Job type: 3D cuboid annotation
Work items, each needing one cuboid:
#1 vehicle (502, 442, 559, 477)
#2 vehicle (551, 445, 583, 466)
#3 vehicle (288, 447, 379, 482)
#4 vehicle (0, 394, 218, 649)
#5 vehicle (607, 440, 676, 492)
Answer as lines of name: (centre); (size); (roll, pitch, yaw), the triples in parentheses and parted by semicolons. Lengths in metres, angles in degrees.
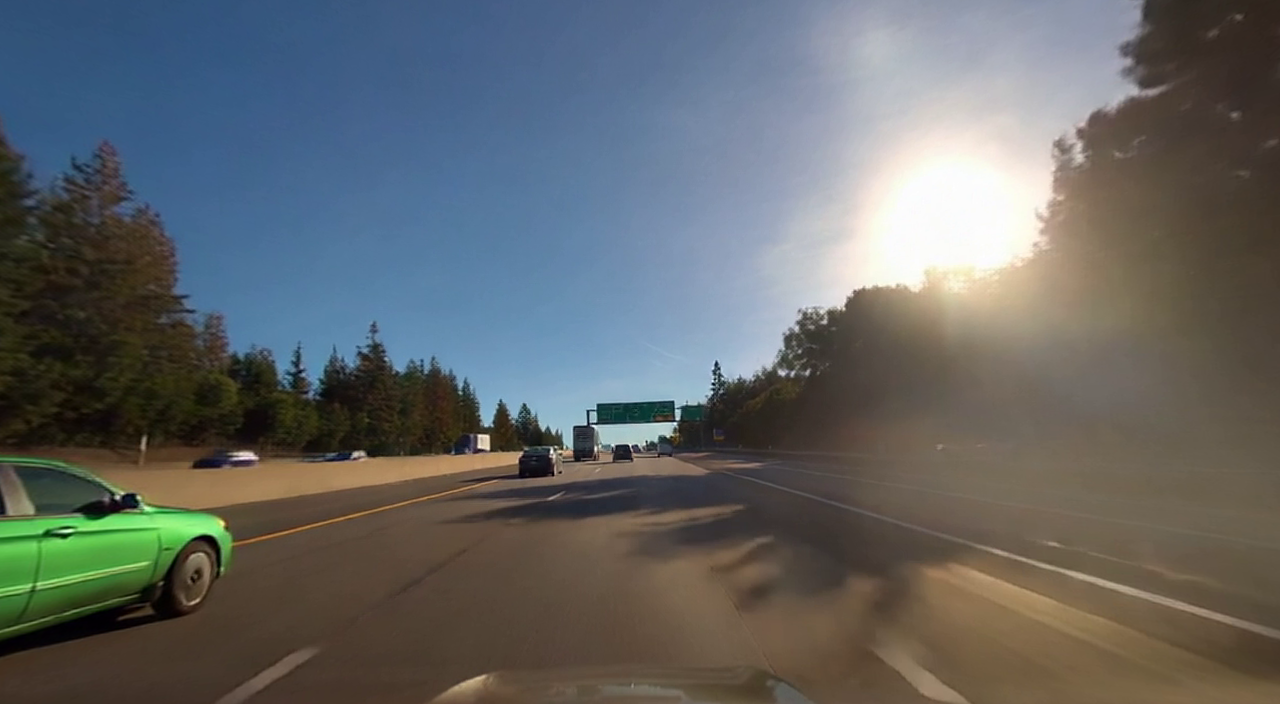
vehicle: (-5.019, 4.977, 29.350); (1.892, 1.481, 4.180); (0, -9, 0)
vehicle: (-5.189, 7.403, 45.251); (1.814, 1.417, 3.860); (0, -9, 1)
vehicle: (-13.955, 5.141, 28.996); (1.940, 1.462, 4.500); (0, -9, 0)
vehicle: (-5.157, 1.090, 3.990); (2.058, 1.626, 4.118); (0, -9, 0)
vehicle: (0.045, 3.479, 19.534); (1.940, 1.451, 3.512); (0, -9, 0)
